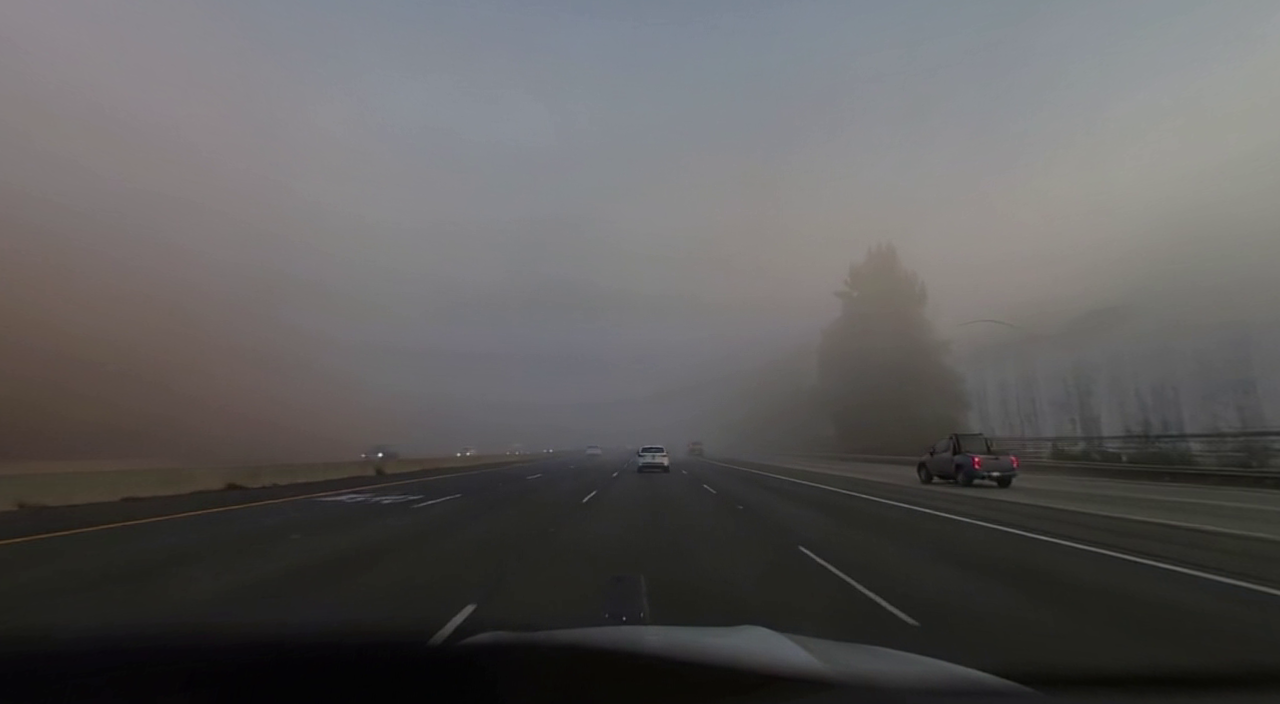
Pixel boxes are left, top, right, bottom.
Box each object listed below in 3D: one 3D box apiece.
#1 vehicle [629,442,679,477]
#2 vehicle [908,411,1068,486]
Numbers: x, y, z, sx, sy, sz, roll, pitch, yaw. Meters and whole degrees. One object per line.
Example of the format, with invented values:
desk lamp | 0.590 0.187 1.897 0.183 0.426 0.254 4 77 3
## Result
vehicle | 0.601 4.907 29.152 2.112 1.482 4.082 0 -8 0
vehicle | 12.607 3.563 23.537 2.336 2.415 6.056 0 -8 -2
